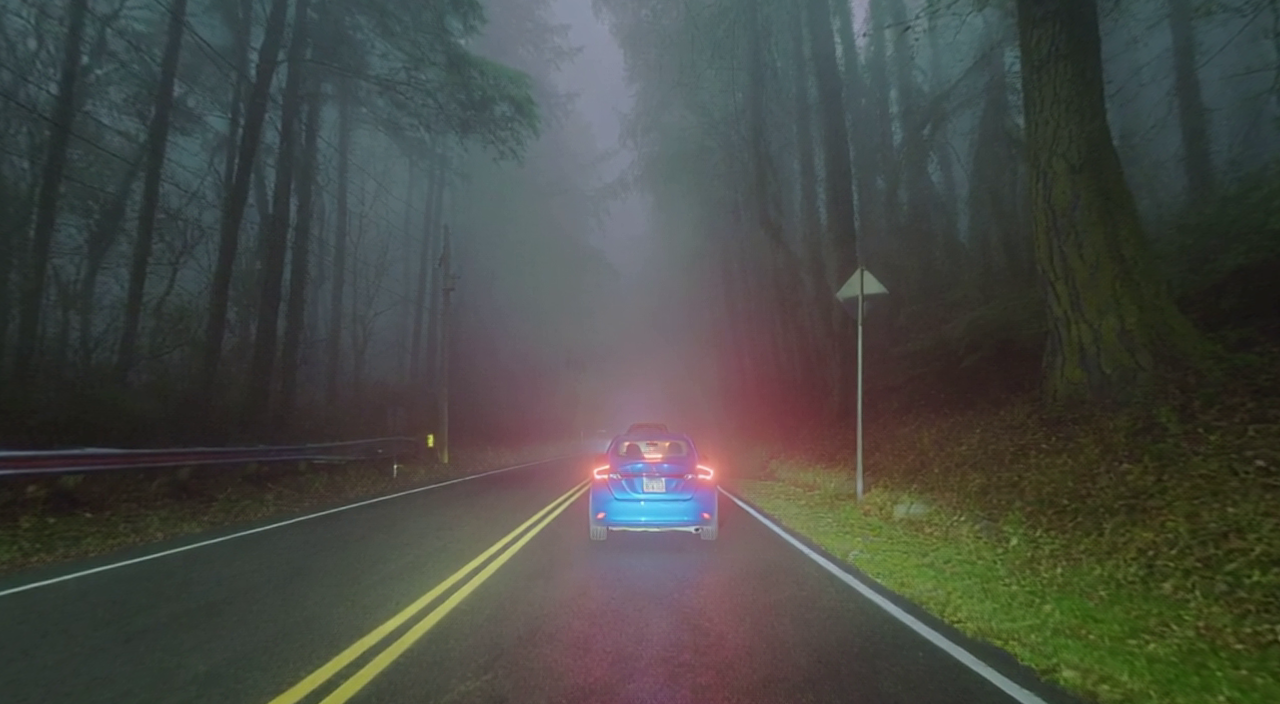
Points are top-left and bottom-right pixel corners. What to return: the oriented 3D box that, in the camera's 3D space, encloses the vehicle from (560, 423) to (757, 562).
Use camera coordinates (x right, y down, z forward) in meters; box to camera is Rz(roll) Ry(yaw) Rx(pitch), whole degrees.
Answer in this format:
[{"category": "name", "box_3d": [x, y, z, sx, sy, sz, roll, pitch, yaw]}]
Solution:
[{"category": "vehicle", "box_3d": [0.239, 1.855, 8.969, 2.187, 1.533, 3.726, 0, -8, 1]}]
